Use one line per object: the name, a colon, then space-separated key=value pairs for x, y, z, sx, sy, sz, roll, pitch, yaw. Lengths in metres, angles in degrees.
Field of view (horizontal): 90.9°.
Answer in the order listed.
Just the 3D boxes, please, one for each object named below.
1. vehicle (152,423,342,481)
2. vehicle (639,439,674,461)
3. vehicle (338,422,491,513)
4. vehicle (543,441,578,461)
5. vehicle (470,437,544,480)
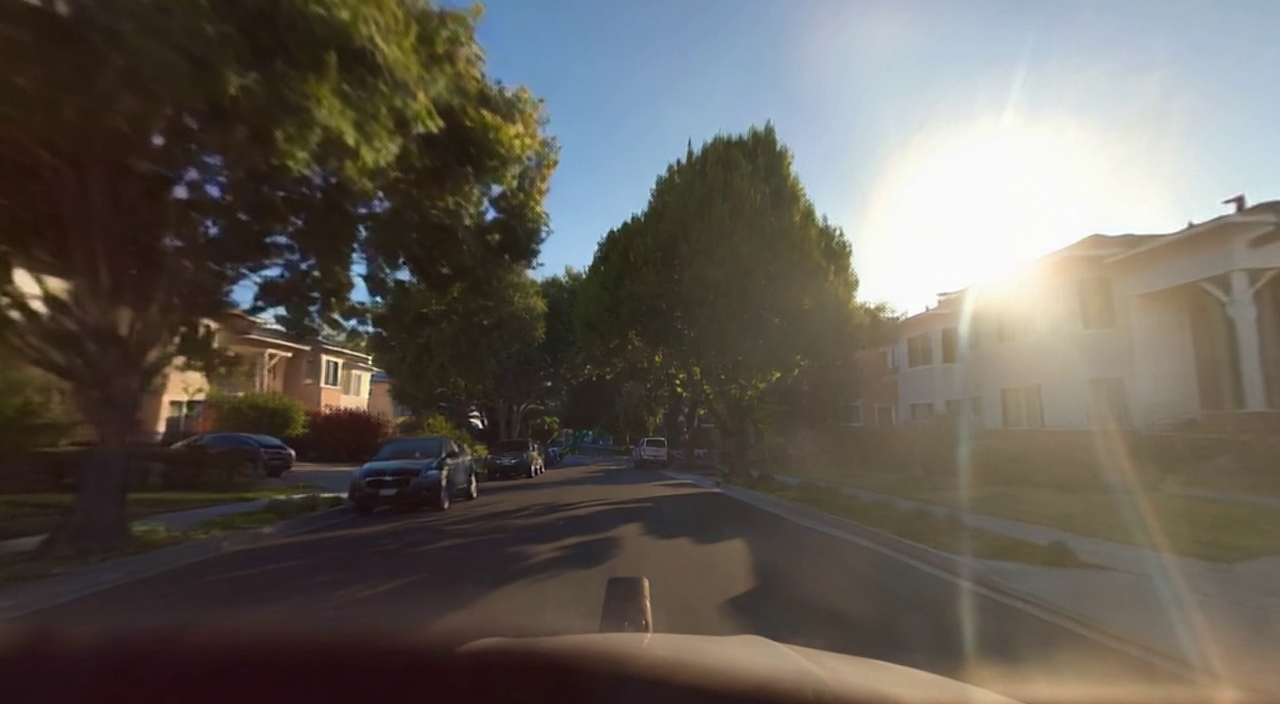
vehicle: x=-11.865 y=3.034 z=19.300 sx=4.414 sy=1.658 sz=1.988 roll=1 pitch=-8 yaw=-3
vehicle: x=1.136 y=7.187 z=46.358 sx=2.000 sy=1.456 sz=5.251 roll=1 pitch=-8 yaw=-5
vehicle: x=-4.756 y=2.524 z=14.107 sx=1.974 sy=1.664 sz=4.539 roll=0 pitch=-9 yaw=-3
vehicle: x=-5.779 y=7.227 z=46.190 sx=1.995 sy=1.330 sz=4.080 roll=0 pitch=-8 yaw=0
vehicle: x=-5.122 y=4.147 z=24.909 sx=2.086 sy=1.493 sz=4.582 roll=-1 pitch=-8 yaw=-2
